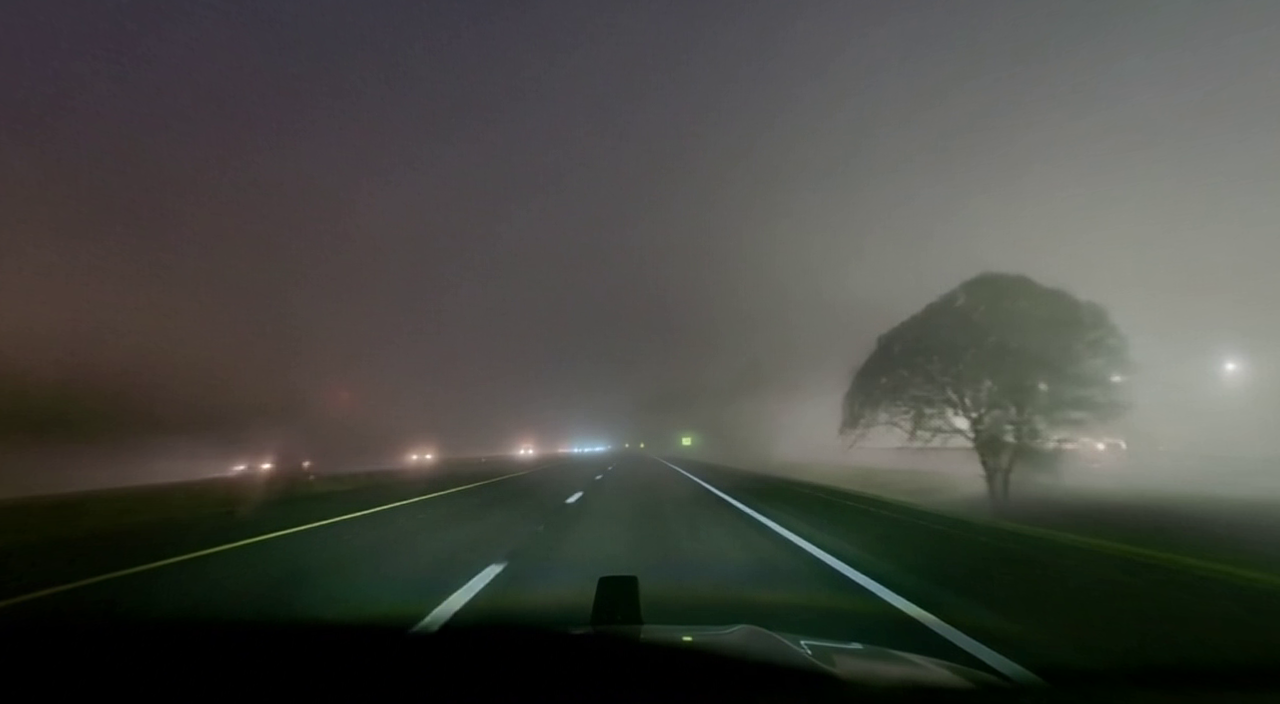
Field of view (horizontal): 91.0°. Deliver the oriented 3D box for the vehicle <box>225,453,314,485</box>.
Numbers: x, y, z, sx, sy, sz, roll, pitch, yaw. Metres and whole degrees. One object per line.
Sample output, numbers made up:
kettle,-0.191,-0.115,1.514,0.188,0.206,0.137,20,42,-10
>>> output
vehicle,-19.307,6.082,33.086,1.879,1.505,4.530,0,-9,1
